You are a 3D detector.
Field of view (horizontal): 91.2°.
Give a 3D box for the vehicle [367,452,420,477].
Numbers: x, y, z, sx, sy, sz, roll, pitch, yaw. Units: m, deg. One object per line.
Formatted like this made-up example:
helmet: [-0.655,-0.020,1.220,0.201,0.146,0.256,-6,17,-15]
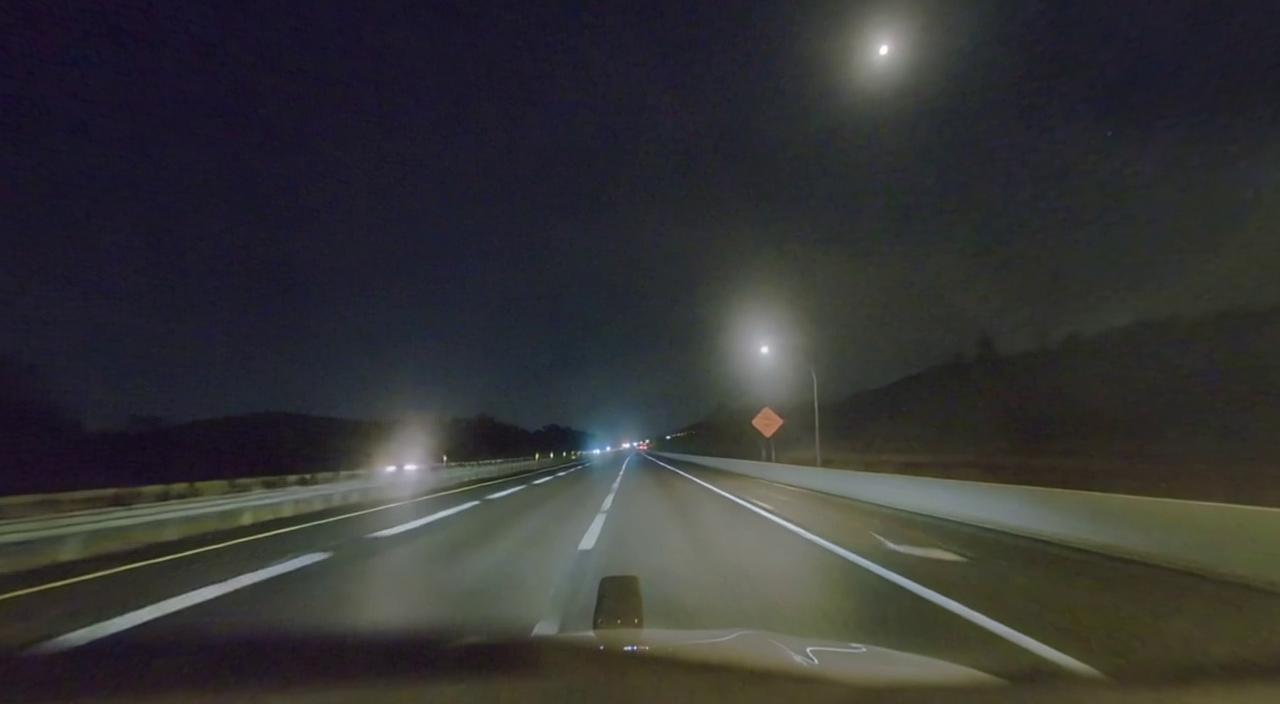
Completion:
vehicle: [-16.719,7.609,42.748,1.896,1.576,4.138,-1,-9,0]
